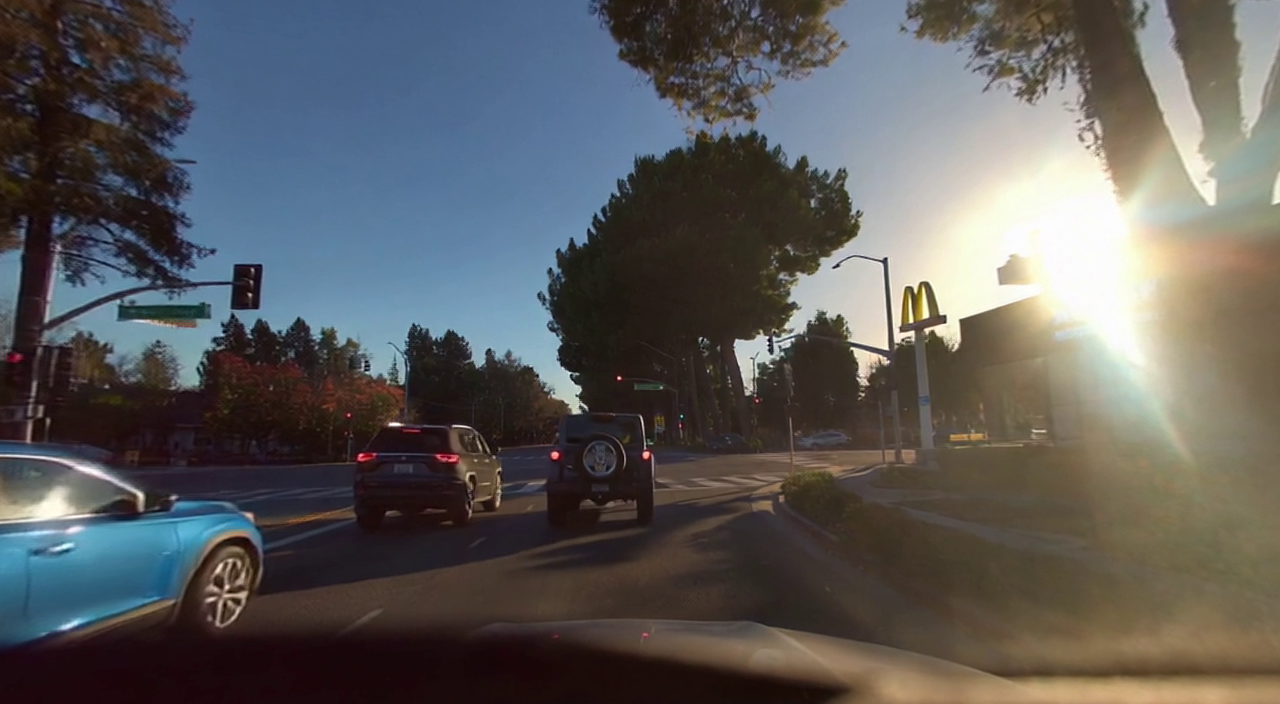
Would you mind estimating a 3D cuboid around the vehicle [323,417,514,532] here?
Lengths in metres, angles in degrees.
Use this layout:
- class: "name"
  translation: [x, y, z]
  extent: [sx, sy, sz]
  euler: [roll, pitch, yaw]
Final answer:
- class: "vehicle"
  translation: [-3.987, 2.283, 12.378]
  extent: [2.130, 1.819, 4.497]
  euler: [0, -8, -1]

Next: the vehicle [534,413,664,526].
- class: "vehicle"
  translation: [-0.781, 2.369, 13.260]
  extent: [2.224, 1.923, 4.643]
  euler: [0, -8, -2]

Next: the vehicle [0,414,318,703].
- class: "vehicle"
  translation: [-3.910, 1.110, 3.437]
  extent: [1.941, 1.479, 4.541]
  euler: [0, -8, -1]
